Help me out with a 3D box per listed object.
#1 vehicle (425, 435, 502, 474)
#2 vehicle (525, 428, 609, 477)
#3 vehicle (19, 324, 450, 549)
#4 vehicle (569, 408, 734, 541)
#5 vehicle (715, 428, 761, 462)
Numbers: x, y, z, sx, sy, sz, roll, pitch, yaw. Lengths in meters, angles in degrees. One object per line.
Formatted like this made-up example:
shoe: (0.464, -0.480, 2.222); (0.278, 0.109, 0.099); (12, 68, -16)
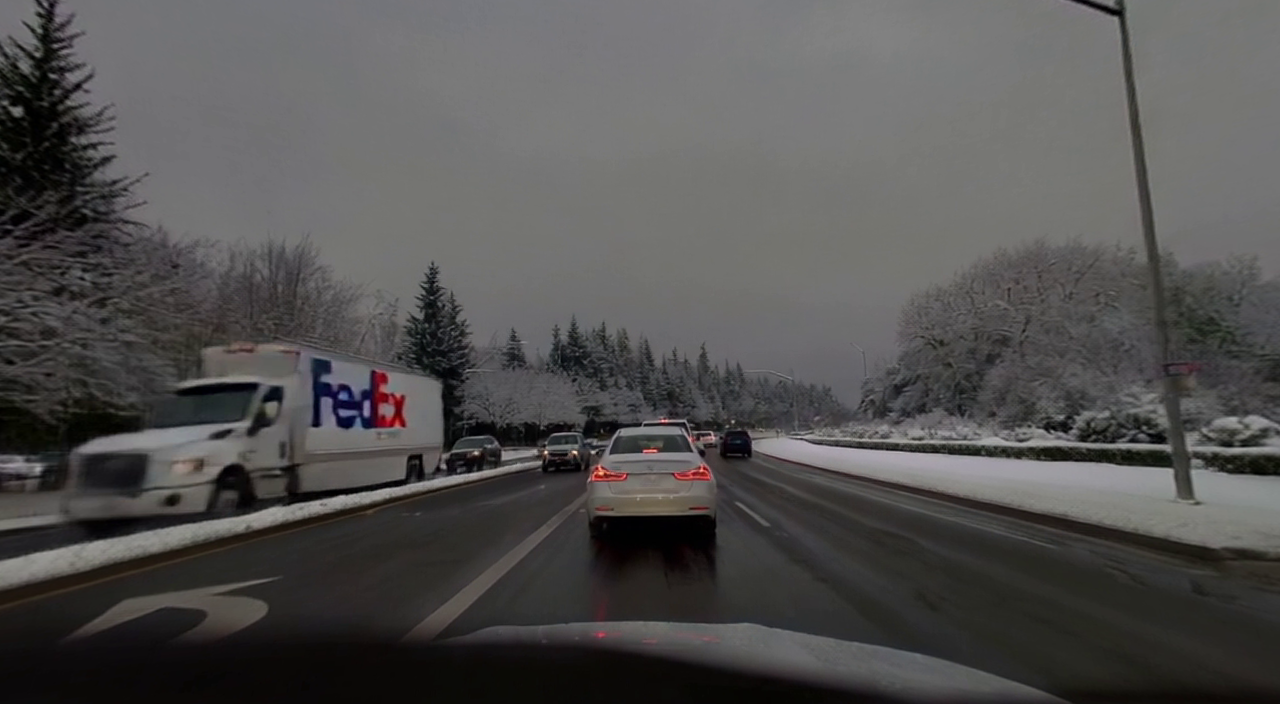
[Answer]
vehicle: (-8.773, 5.156, 31.932); (2.039, 1.769, 4.911); (-1, -8, 6)
vehicle: (-2.808, 4.046, 25.603); (2.057, 1.786, 4.725); (-2, -8, 11)
vehicle: (-7.421, 1.911, 14.127); (2.961, 3.316, 9.483); (-1, -8, 3)
vehicle: (0.175, 1.907, 10.386); (2.154, 1.710, 4.128); (-1, -8, 1)
vehicle: (5.465, 5.268, 35.695); (2.155, 1.786, 4.459); (-1, -8, 3)
